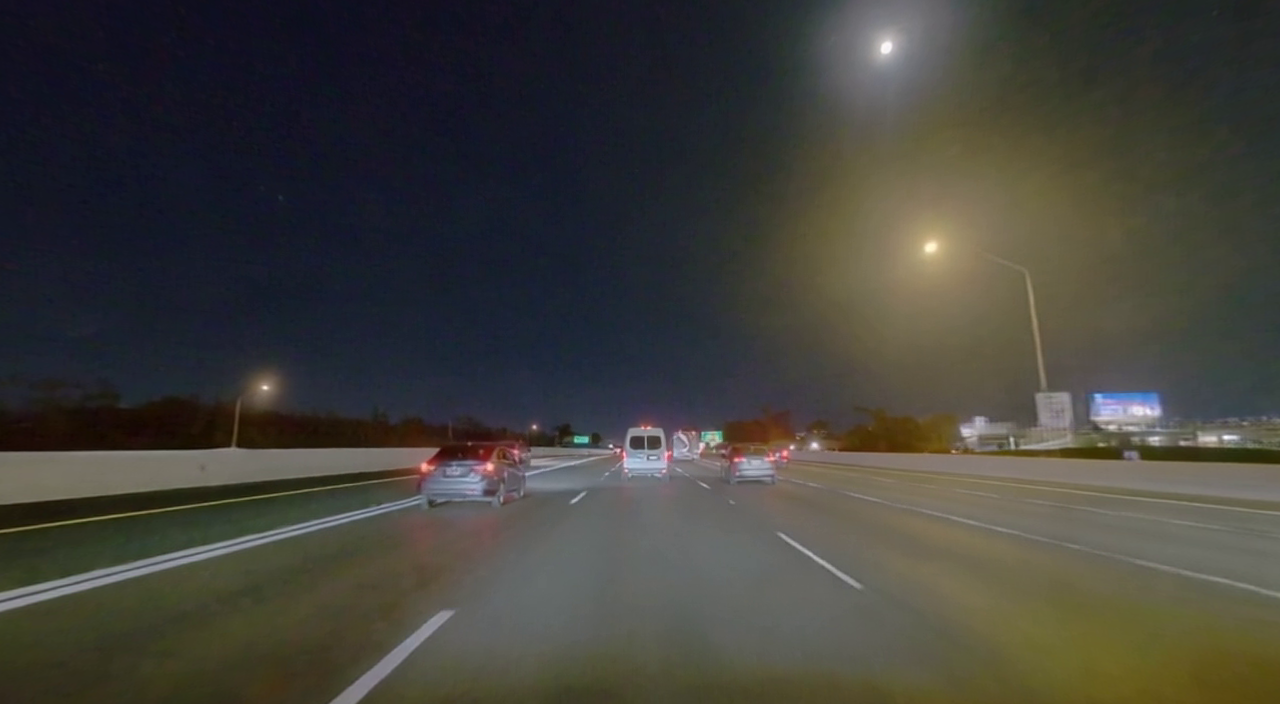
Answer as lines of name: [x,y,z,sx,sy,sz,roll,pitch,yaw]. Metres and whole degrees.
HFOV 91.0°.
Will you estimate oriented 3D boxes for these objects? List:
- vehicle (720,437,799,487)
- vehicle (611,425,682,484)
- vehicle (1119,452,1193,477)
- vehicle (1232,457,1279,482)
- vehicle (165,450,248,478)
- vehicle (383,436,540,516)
vehicle: [4.366,4.077,23.749,2.146,1.678,4.489,0,-9,1]
vehicle: [0.243,4.003,24.726,2.509,2.062,4.639,0,-9,0]
vehicle: [40.091,8.722,48.995,3.747,1.473,2.058,-7,-8,10]
vehicle: [38.468,7.047,37.936,3.634,1.431,1.740,-1,-9,7]
vehicle: [-26.974,6.937,39.412,1.860,1.613,4.563,0,-9,1]
vehicle: [-3.861,2.782,14.711,2.173,1.542,4.781,0,-9,1]
